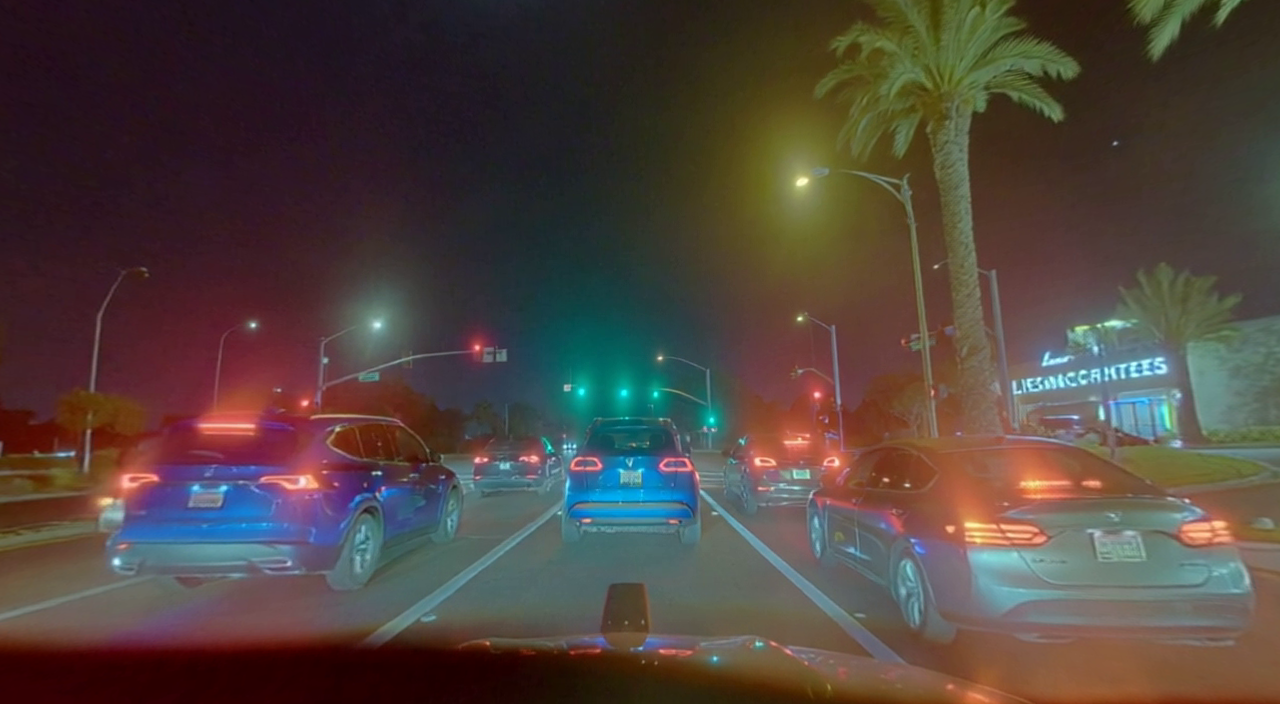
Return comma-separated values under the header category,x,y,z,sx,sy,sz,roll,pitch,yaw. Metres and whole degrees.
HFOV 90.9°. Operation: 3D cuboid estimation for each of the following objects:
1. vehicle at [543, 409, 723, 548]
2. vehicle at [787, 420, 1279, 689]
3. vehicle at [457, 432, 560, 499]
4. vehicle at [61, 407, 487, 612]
category,x,y,z,sx,sy,sz,roll,pitch,yaw
vehicle,-0.144,1.928,10.267,2.280,1.747,4.361,0,-8,-2
vehicle,2.969,1.477,5.907,2.017,1.491,4.611,0,-8,-1
vehicle,-3.376,2.981,16.914,1.927,1.568,3.733,0,-8,0
vehicle,-3.332,1.529,7.065,2.014,1.534,4.455,0,-9,1
